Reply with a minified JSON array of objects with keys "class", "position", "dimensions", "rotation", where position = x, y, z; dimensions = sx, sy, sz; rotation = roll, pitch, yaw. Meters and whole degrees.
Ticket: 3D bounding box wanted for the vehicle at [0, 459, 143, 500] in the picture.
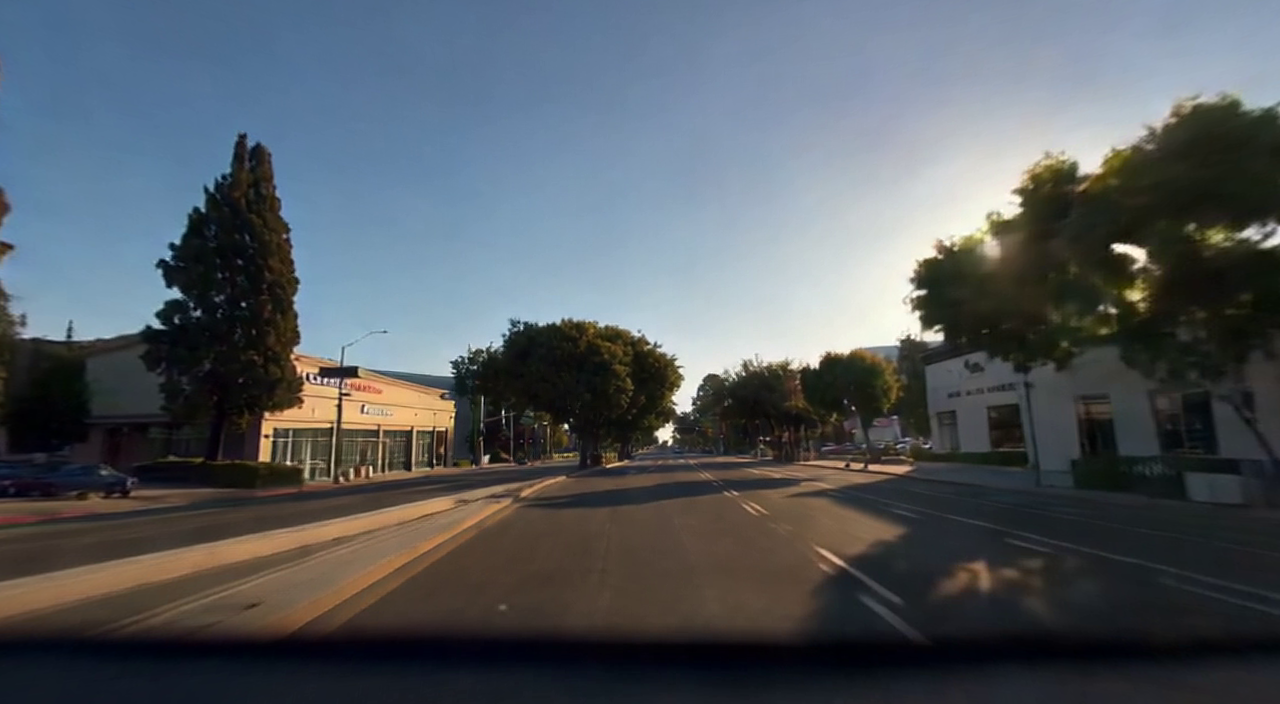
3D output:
[{"class":"vehicle","position":[-24.289,5.422,27.187],"dimensions":[1.908,1.502,4.584],"rotation":[0,-8,2]}]
